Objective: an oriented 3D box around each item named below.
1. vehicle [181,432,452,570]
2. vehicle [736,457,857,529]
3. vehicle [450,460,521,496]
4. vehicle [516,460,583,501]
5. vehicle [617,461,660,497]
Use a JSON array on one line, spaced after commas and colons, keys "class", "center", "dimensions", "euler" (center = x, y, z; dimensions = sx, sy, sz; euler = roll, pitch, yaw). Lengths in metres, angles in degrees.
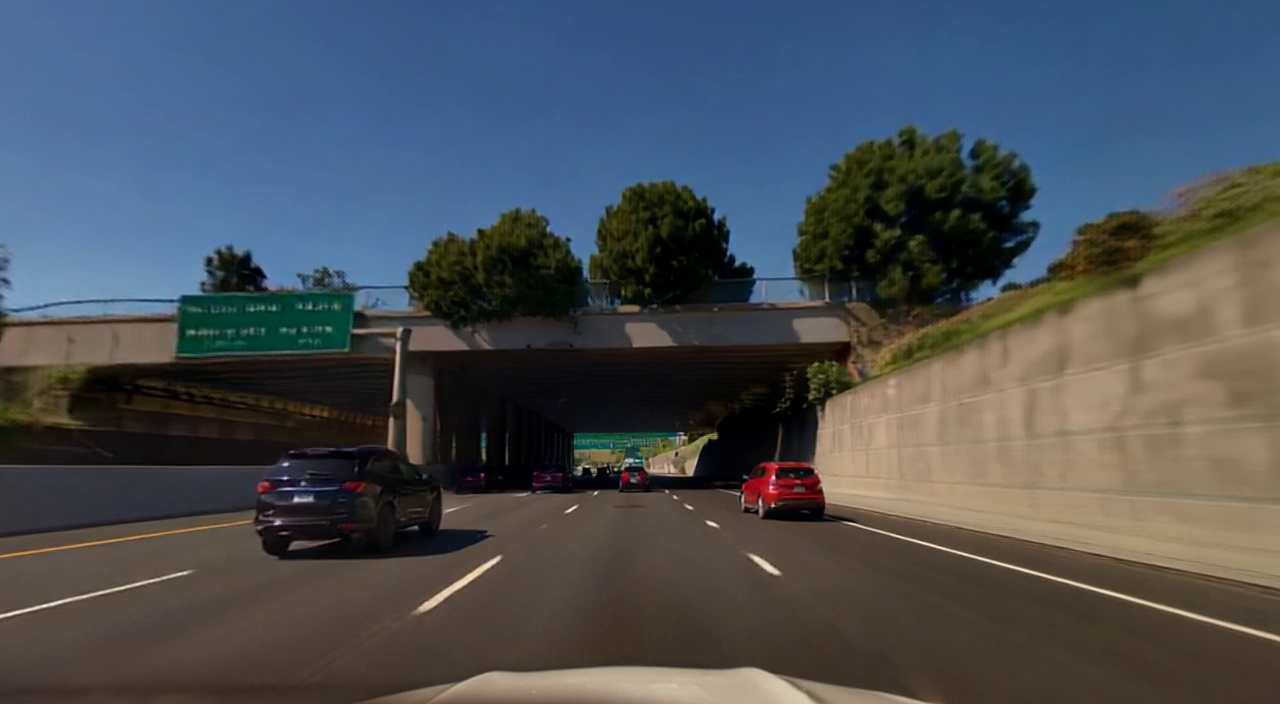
[{"class": "vehicle", "center": [-4.765, 2.304, 10.268], "dimensions": [2.069, 1.699, 4.452], "euler": [1, -11, -1]}, {"class": "vehicle", "center": [3.830, 3.550, 16.204], "dimensions": [1.992, 1.557, 4.017], "euler": [1, -11, -1]}, {"class": "vehicle", "center": [-7.319, 6.038, 30.307], "dimensions": [2.142, 1.545, 4.708], "euler": [1, -11, 1]}, {"class": "vehicle", "center": [-3.704, 5.407, 26.741], "dimensions": [2.102, 1.521, 4.687], "euler": [1, -11, 1]}, {"class": "vehicle", "center": [-0.066, 6.321, 31.488], "dimensions": [1.992, 1.601, 3.762], "euler": [1, -11, 0]}]
